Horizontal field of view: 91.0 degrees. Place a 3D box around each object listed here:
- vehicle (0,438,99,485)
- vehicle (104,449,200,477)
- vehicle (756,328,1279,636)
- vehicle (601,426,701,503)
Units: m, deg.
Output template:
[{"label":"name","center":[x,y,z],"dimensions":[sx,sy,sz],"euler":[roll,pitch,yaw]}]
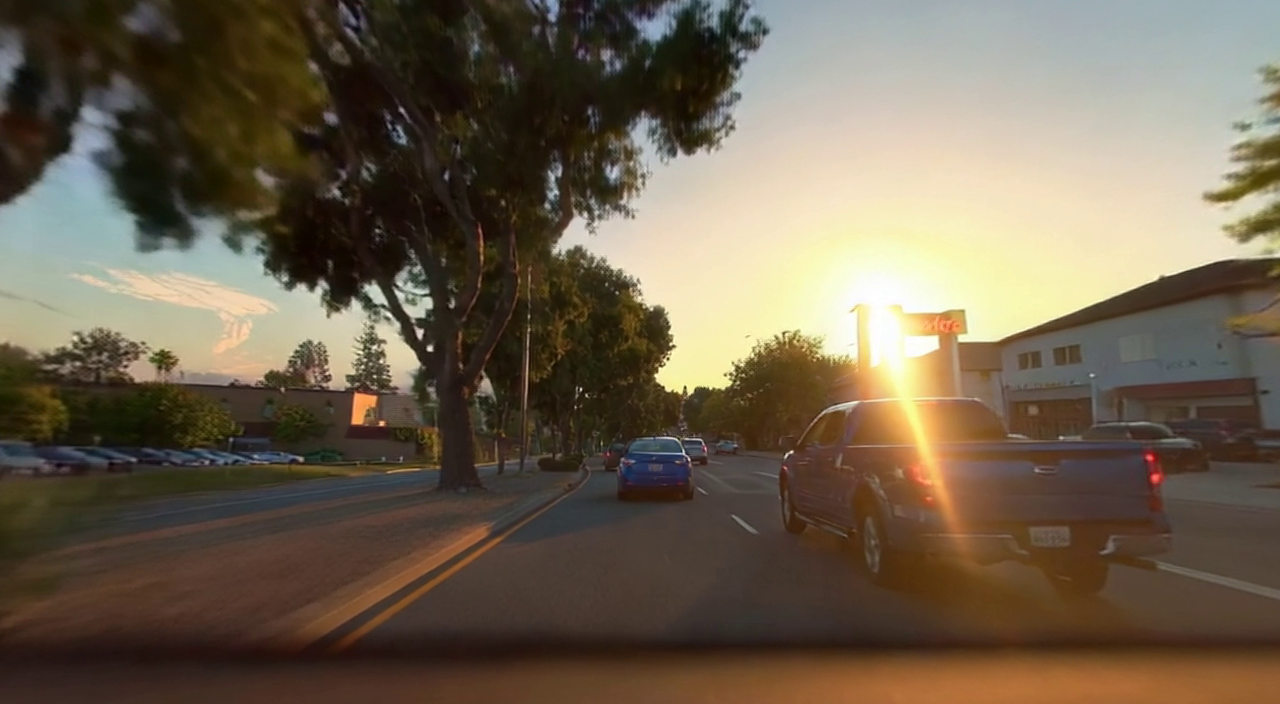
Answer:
[{"label":"vehicle","center":[-32.175,5.570,31.834],"dimensions":[2.664,2.215,7.903],"euler":[-2,-9,-1]},{"label":"vehicle","center":[-28.072,6.404,36.316],"dimensions":[3.894,1.527,1.872],"euler":[-1,-10,-1]},{"label":"vehicle","center":[3.337,1.329,7.367],"dimensions":[2.731,2.101,6.047],"euler":[0,-9,-1]},{"label":"vehicle","center":[0.233,2.755,15.704],"dimensions":[2.145,1.650,4.021],"euler":[0,-9,0]}]
